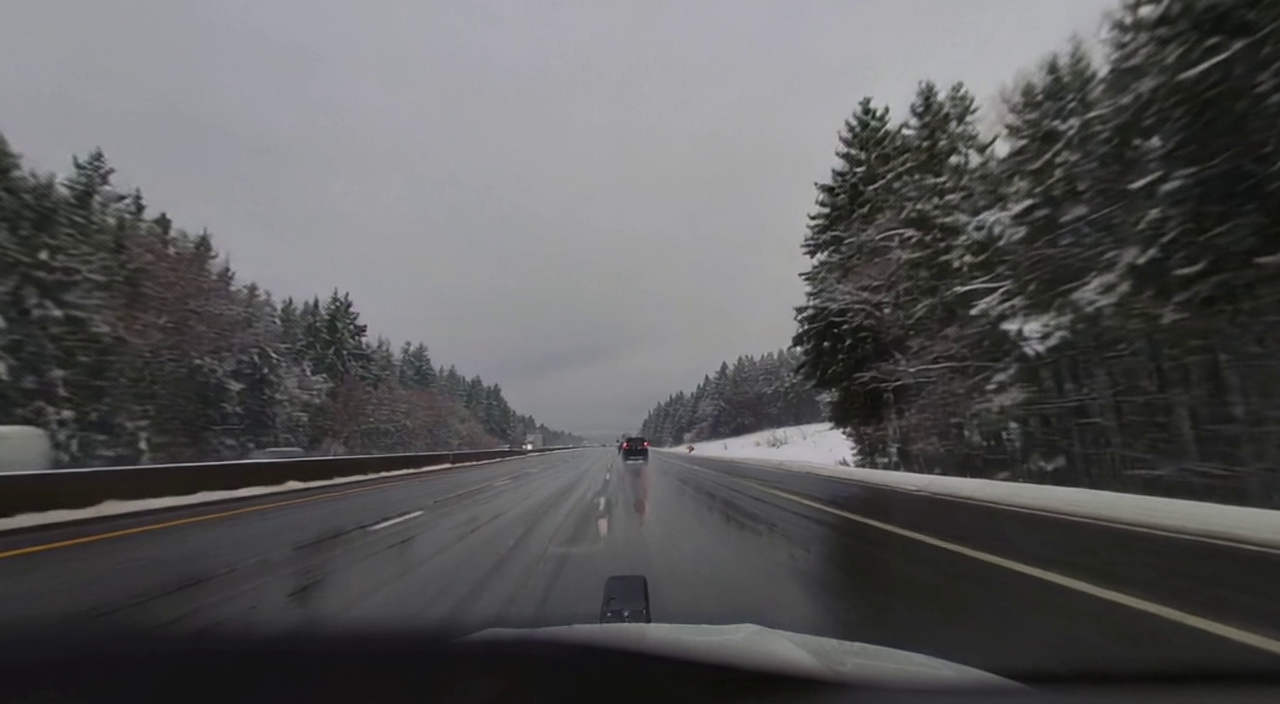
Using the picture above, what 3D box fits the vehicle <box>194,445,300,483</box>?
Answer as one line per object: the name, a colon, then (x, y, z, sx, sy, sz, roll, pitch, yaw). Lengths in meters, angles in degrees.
vehicle: (-17.267, 4.910, 27.962, 1.931, 1.535, 4.492, 0, -8, -2)
